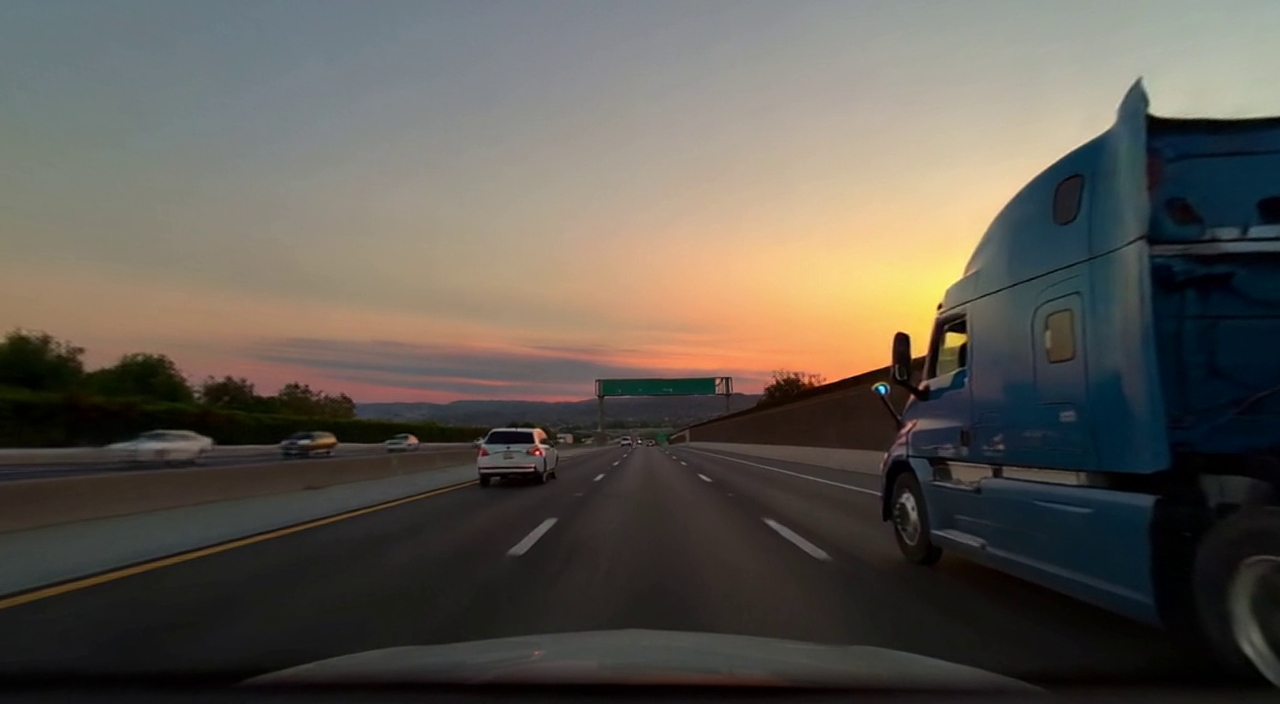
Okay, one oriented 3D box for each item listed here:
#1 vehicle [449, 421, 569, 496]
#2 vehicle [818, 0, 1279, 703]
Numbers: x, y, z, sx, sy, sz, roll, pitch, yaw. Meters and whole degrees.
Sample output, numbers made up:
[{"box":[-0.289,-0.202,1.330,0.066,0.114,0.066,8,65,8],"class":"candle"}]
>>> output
[{"box":[-3.256,2.770,16.754,2.189,1.707,4.692,0,-8,0],"class":"vehicle"},{"box":[3.812,0.054,5.328,3.037,4.014,6.276,1,-7,3],"class":"vehicle"}]
